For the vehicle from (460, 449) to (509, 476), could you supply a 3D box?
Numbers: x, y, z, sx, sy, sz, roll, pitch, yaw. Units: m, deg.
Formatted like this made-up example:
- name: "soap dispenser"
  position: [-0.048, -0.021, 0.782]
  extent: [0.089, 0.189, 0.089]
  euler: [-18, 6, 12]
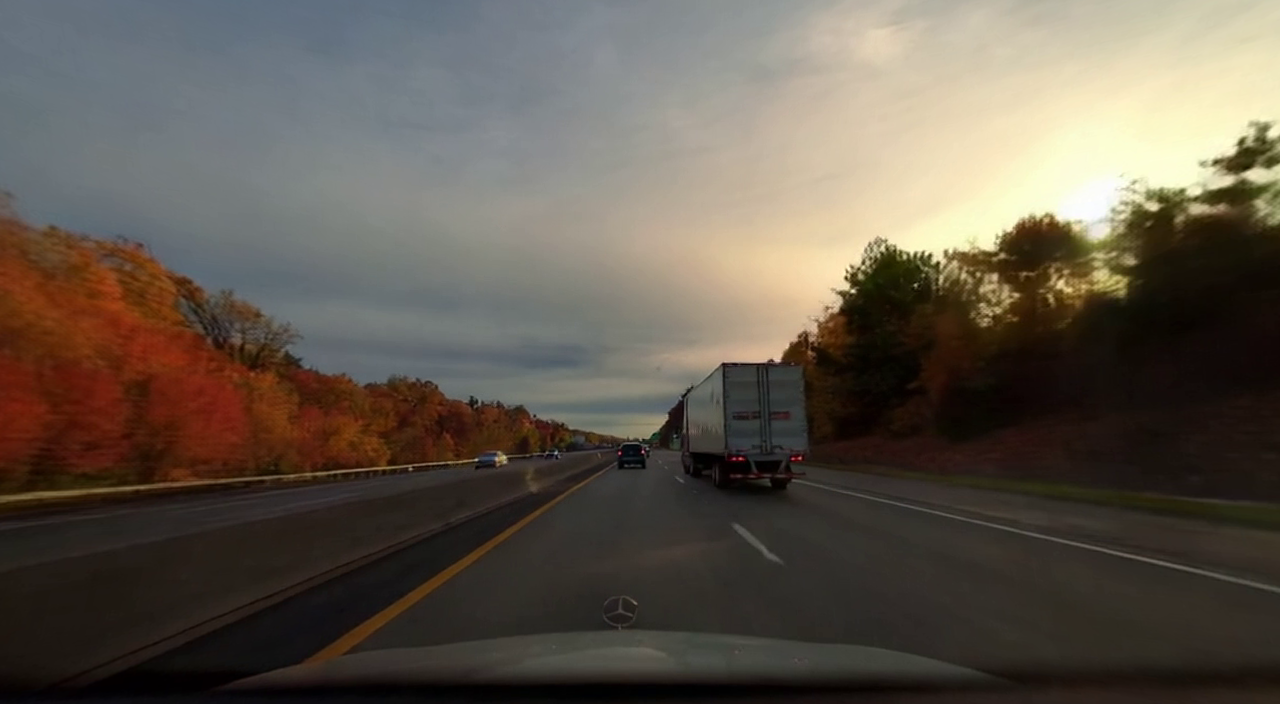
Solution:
- name: "vehicle"
  position: [-9.347, 6.682, 38.003]
  extent: [1.994, 1.505, 4.005]
  euler: [0, -9, -1]

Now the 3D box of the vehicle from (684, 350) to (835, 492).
- name: "vehicle"
  position: [3.891, 2.970, 24.841]
  extent: [3.068, 4.042, 13.787]
  euler: [0, -9, -1]

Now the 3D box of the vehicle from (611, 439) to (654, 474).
- name: "vehicle"
  position: [-0.399, 5.472, 33.141]
  extent: [2.151, 1.693, 4.201]
  euler: [0, -9, 0]
